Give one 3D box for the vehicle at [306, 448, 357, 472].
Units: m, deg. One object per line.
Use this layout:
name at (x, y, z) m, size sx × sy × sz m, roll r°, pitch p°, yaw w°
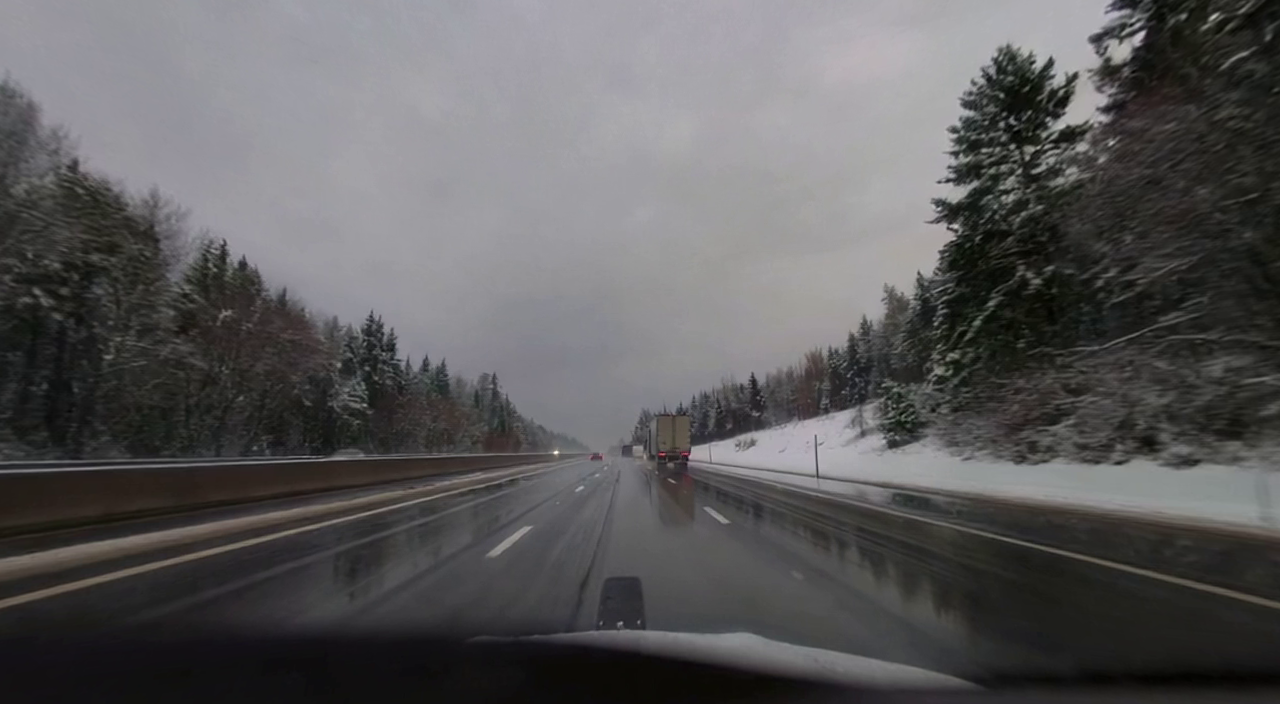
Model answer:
vehicle at (-20.157, 7.029, 41.290) m, size 1.636 × 1.467 × 3.540 m, roll 0°, pitch -9°, yaw -2°
